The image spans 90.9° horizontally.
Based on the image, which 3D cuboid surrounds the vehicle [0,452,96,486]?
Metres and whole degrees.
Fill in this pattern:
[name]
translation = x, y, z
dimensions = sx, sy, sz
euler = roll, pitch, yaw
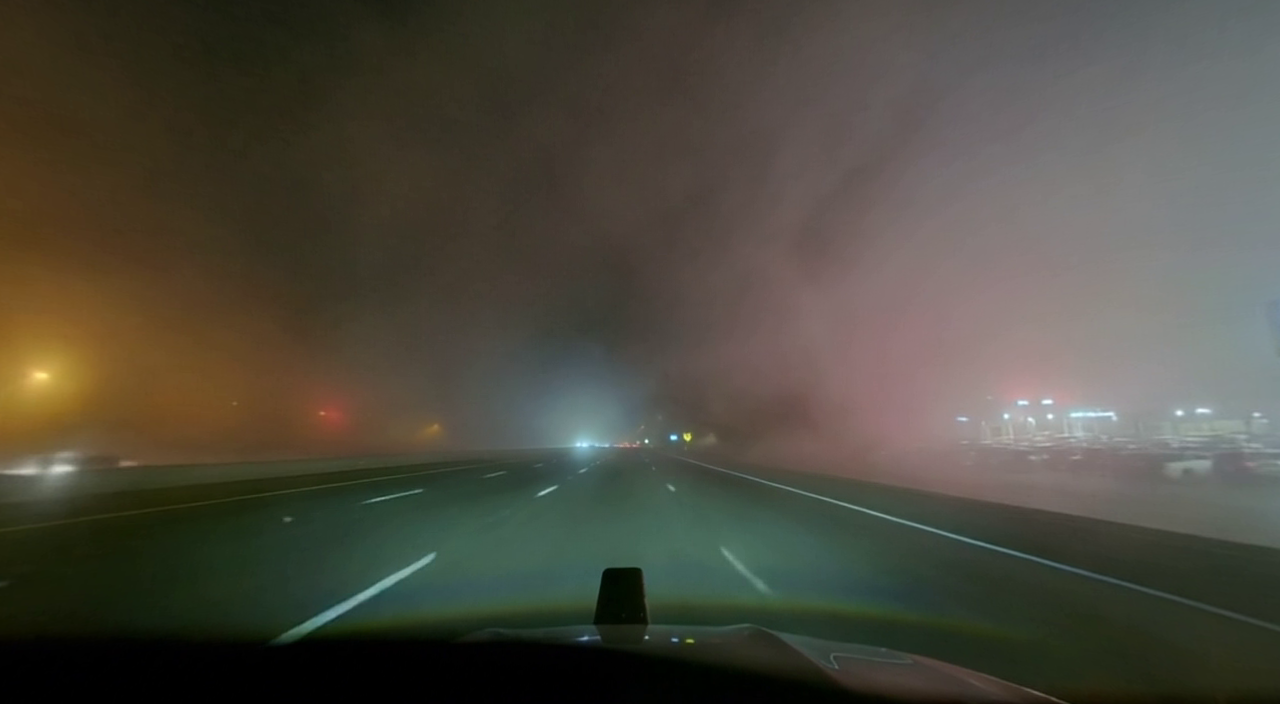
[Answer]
[vehicle]
translation = -29.519, 5.675, 30.920
dimensions = 1.932, 1.454, 4.229
euler = 0, -8, -1
